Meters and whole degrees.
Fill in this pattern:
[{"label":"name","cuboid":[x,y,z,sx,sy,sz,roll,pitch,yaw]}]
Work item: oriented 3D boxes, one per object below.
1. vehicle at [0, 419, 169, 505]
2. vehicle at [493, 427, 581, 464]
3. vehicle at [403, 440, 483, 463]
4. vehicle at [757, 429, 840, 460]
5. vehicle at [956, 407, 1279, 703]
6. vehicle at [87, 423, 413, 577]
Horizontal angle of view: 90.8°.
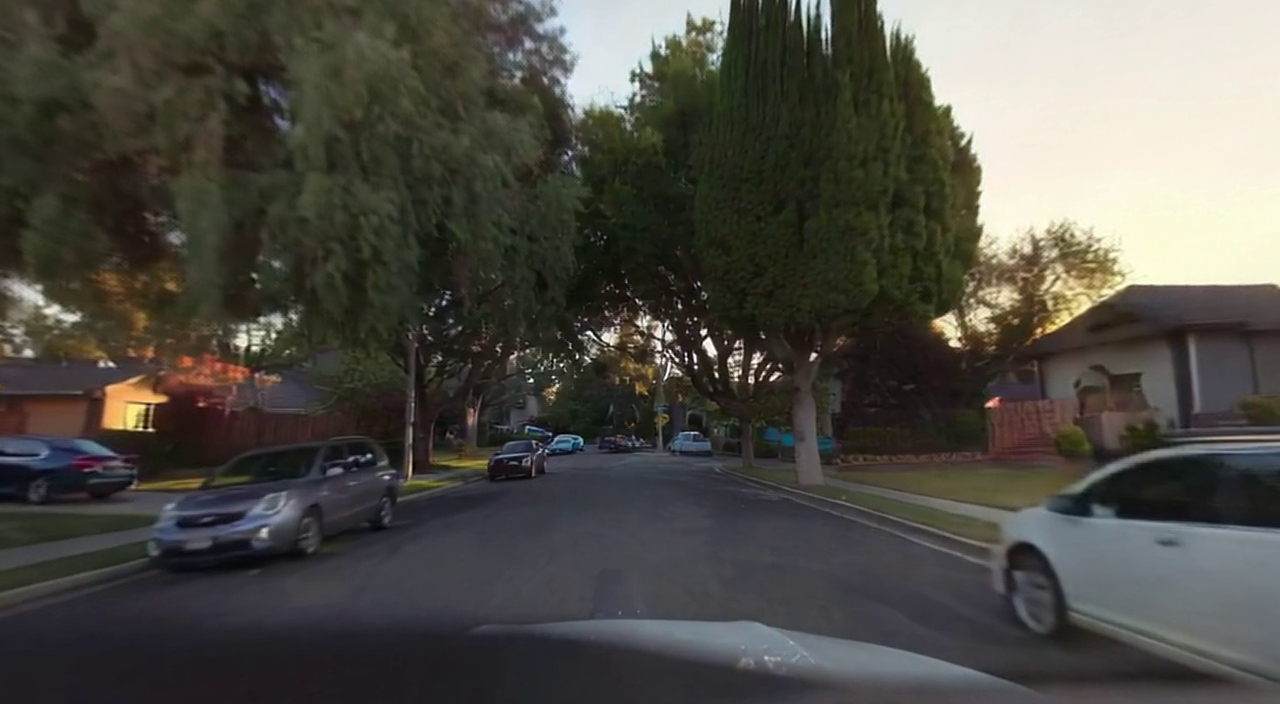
[{"label":"vehicle","cuboid":[-14.127,2.489,14.460,5.088,1.792,1.966,0,-8,1]},{"label":"vehicle","cuboid":[-6.730,6.164,41.797,5.419,2.292,2.272,0,-7,-1]},{"label":"vehicle","cuboid":[-12.909,6.556,41.570,4.650,1.480,1.782,0,-9,0]},{"label":"vehicle","cuboid":[10.402,6.116,41.762,4.919,1.969,2.104,1,-9,2]},{"label":"vehicle","cuboid":[3.698,1.085,3.352,1.945,1.495,3.983,0,-8,0]},{"label":"vehicle","cuboid":[-5.069,1.943,9.137,1.887,1.660,4.312,0,-8,1]}]
